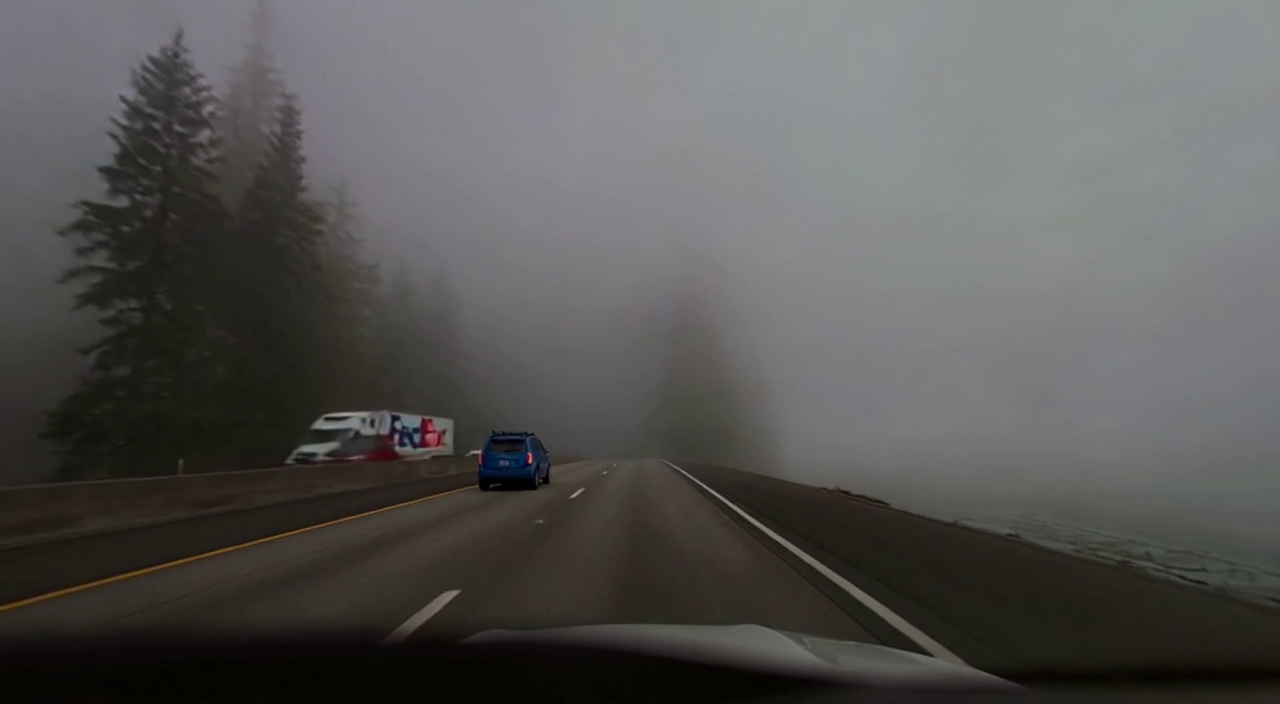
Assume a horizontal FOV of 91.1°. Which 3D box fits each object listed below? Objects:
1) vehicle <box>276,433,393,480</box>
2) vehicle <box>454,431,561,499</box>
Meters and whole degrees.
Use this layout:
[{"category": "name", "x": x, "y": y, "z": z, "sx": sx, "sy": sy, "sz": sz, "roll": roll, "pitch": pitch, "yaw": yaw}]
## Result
[{"category": "vehicle", "x": -13.990, "y": 4.809, "z": 29.292, "sx": 2.398, "sy": 1.925, "sz": 5.914, "roll": 0, "pitch": -8, "yaw": 1}, {"category": "vehicle", "x": -3.713, "y": 3.261, "z": 18.567, "sx": 2.084, "sy": 1.752, "sz": 4.479, "roll": 0, "pitch": -8, "yaw": 2}]
